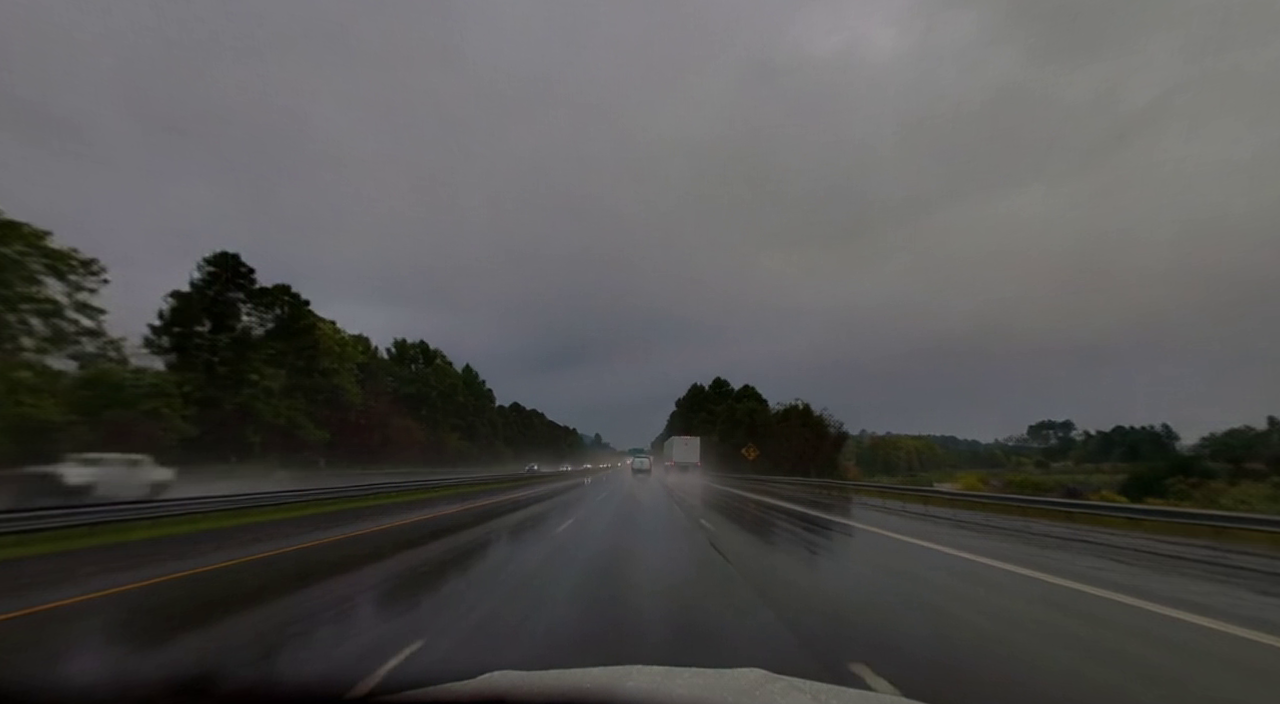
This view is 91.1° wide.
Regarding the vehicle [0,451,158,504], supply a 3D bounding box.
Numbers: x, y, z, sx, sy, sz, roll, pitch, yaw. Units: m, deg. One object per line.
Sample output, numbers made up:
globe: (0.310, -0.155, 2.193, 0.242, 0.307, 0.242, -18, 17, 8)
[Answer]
vehicle: (-18.963, 4.161, 21.093, 1.851, 1.541, 4.504, 1, -10, 0)
